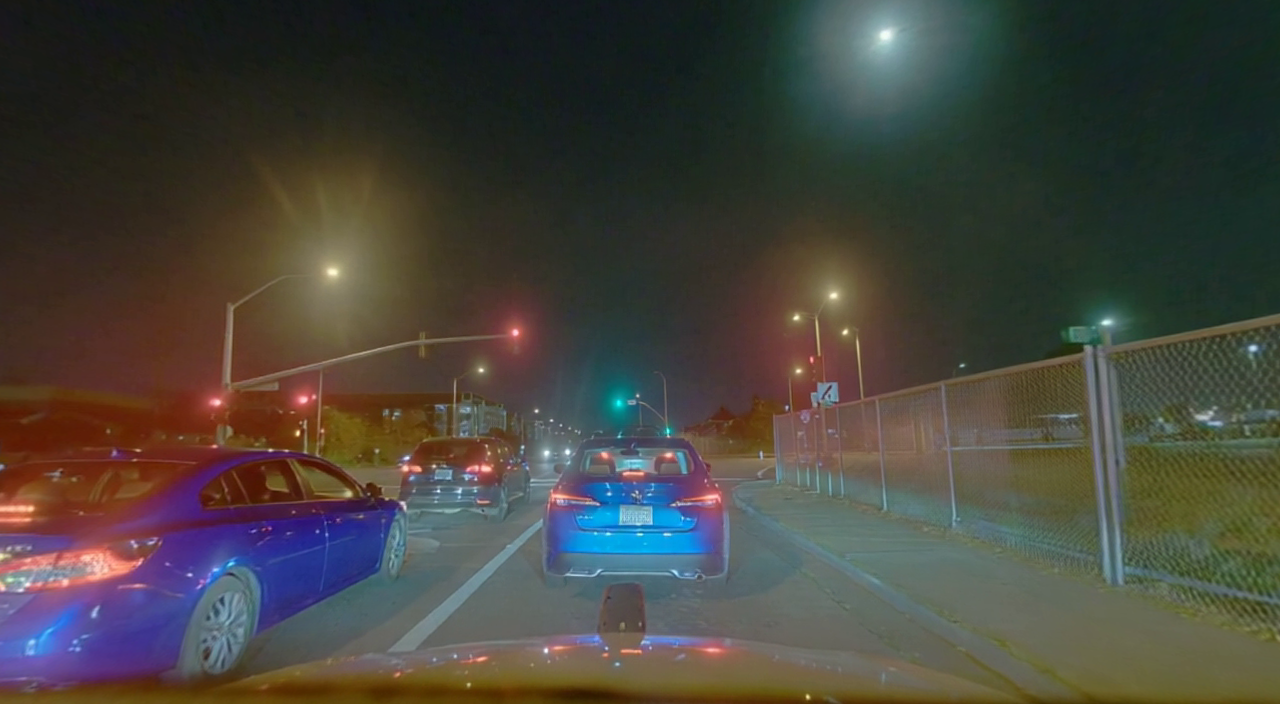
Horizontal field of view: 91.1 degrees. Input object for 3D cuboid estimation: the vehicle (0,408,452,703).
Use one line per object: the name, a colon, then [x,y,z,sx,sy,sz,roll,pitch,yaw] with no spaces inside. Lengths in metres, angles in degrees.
vehicle: [-3.208,1.320,4.870,1.971,1.488,4.581,0,-9,1]

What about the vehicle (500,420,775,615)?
vehicle: [-0.016,1.601,6.998,2.144,1.514,4.063,0,-9,0]
